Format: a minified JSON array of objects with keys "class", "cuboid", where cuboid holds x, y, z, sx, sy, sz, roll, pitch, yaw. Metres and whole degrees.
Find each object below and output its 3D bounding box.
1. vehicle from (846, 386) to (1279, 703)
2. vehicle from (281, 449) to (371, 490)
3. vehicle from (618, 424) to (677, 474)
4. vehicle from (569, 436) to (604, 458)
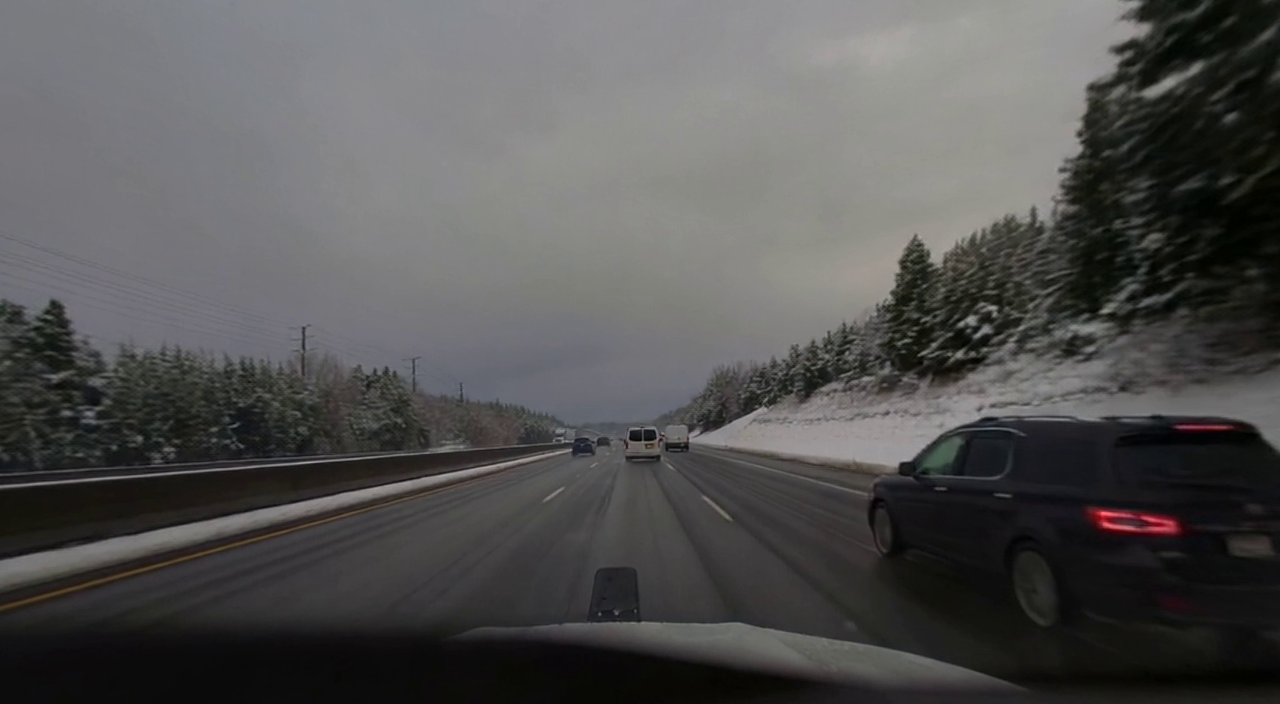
[{"class":"vehicle","cuboid":[3.633,1.263,5.542,1.923,1.562,4.691,0,-8,-2]},{"class":"vehicle","cuboid":[-12.344,4.599,25.062,1.705,1.402,3.791,0,-7,-1]},{"class":"vehicle","cuboid":[0.232,3.866,25.351,2.159,1.811,4.238,0,-8,-1]},{"class":"vehicle","cuboid":[-3.780,6.745,45.083,2.093,1.517,4.648,0,-8,0]}]
